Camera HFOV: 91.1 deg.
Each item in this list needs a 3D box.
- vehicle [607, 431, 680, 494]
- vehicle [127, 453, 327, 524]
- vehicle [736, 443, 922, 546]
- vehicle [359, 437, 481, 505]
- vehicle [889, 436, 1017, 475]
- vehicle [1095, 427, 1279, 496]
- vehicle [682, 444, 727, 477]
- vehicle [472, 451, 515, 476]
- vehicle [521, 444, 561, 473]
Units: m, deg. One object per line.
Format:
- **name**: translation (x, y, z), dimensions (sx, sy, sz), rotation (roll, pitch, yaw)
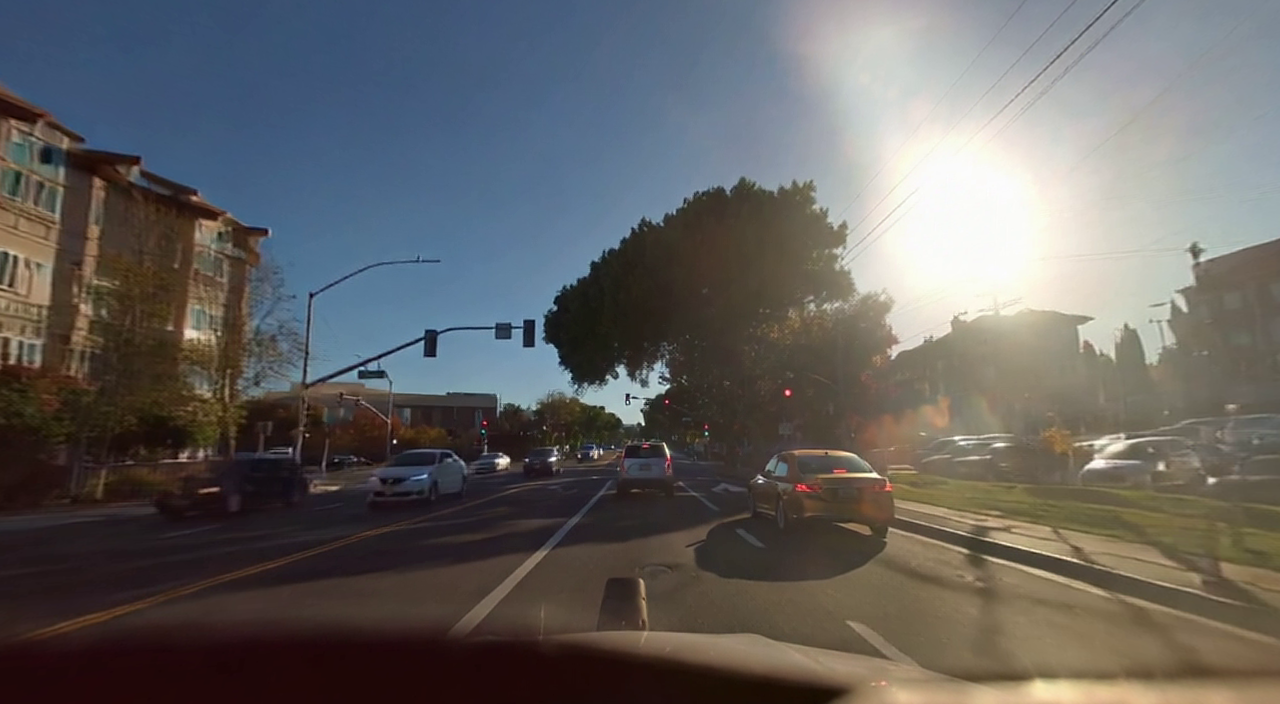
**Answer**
- **vehicle**: translation (0.105, 3.789, 21.848), dimensions (2.296, 1.947, 4.168), rotation (0, -9, 0)
- **vehicle**: translation (-10.010, 3.298, 15.770), dimensions (1.962, 1.458, 4.505), rotation (0, -9, 0)
- **vehicle**: translation (3.123, 2.425, 11.483), dimensions (1.900, 1.478, 4.425), rotation (0, -9, -2)
- **vehicle**: translation (-6.451, 3.526, 19.023), dimensions (2.092, 1.802, 4.270), rotation (0, -9, 1)
- **vehicle**: translation (13.669, 4.535, 27.593), dimensions (4.507, 1.610, 2.045), rotation (0, -9, -1)
- **vehicle**: translation (13.661, 2.520, 14.592), dimensions (4.772, 1.447, 1.747), rotation (0, -8, 1)
- **vehicle**: translation (3.614, 6.151, 35.938), dimensions (2.138, 1.729, 4.178), rotation (0, -9, -1)
- **vehicle**: translation (-10.145, 7.700, 43.664), dimensions (1.943, 1.552, 4.670), rotation (0, -9, -1)
- **vehicle**: translation (-6.653, 7.227, 42.695), dimensions (1.957, 1.836, 4.434), rotation (0, -9, 1)
